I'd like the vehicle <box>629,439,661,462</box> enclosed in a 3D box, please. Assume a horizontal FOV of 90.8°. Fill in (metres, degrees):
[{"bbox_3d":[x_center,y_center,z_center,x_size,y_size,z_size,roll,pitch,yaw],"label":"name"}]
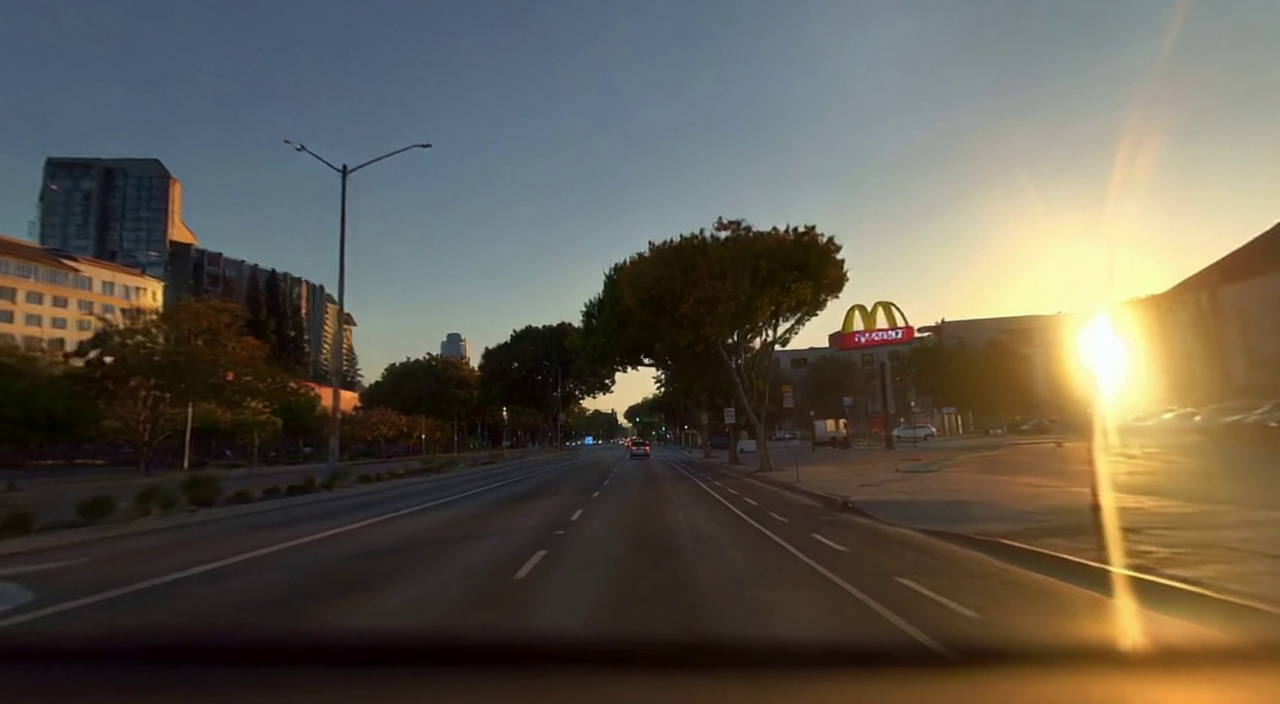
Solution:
[{"bbox_3d":[0.297,6.739,43.432,2.115,1.461,3.976,0,-8,-1],"label":"vehicle"}]
